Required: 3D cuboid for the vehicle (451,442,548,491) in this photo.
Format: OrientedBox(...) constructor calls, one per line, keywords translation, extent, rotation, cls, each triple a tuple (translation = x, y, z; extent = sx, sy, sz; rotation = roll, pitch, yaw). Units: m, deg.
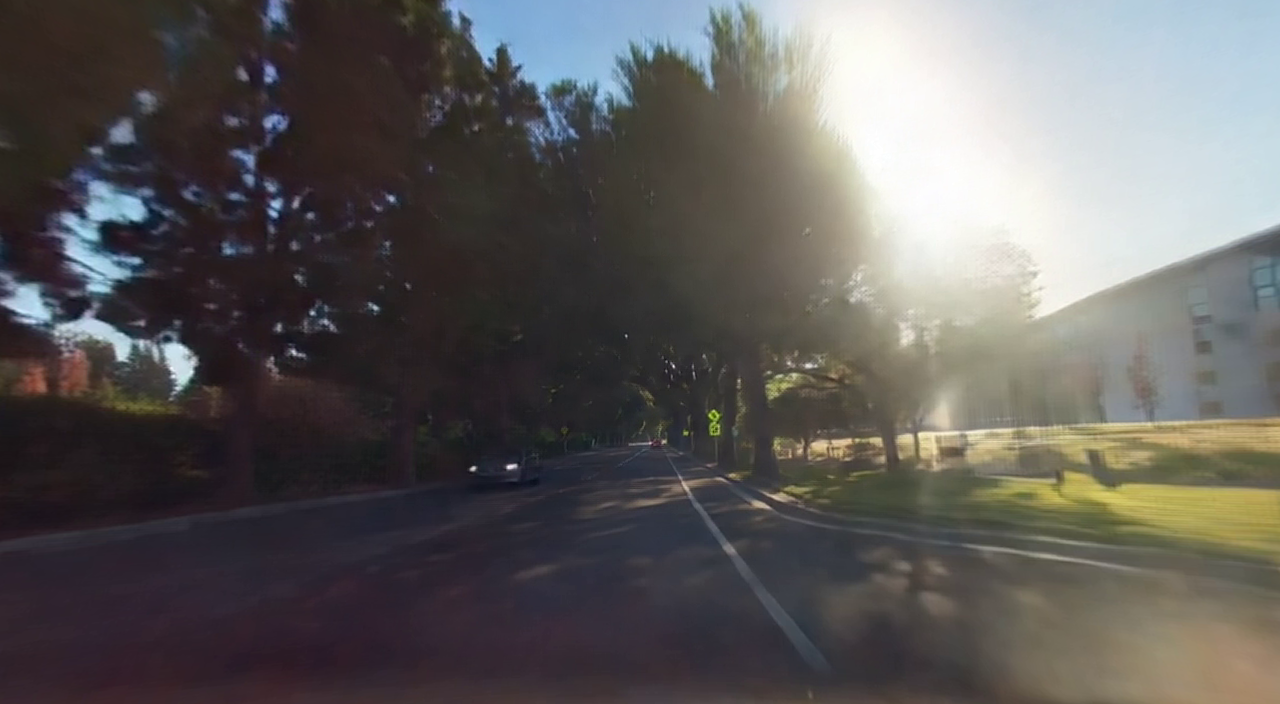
OrientedBox(translation=(-4.310, 3.553, 20.015), extent=(1.923, 1.366, 3.965), rotation=(-1, -8, 4), cls="vehicle")
